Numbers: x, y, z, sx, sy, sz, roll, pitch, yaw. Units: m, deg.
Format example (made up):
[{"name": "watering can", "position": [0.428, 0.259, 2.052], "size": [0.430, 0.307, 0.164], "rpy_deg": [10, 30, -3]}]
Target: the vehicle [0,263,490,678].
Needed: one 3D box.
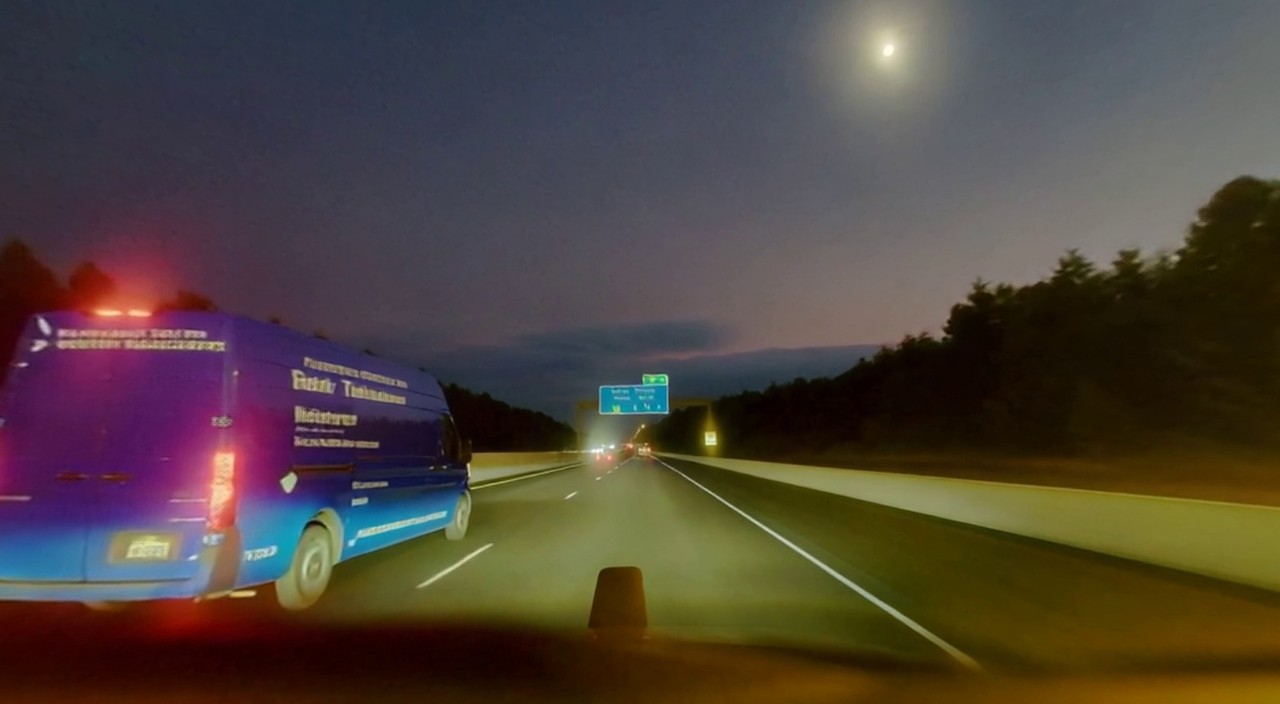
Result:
[{"name": "vehicle", "position": [-3.815, 1.230, 7.546], "size": [2.320, 2.636, 7.021], "rpy_deg": [0, -9, 0]}]
